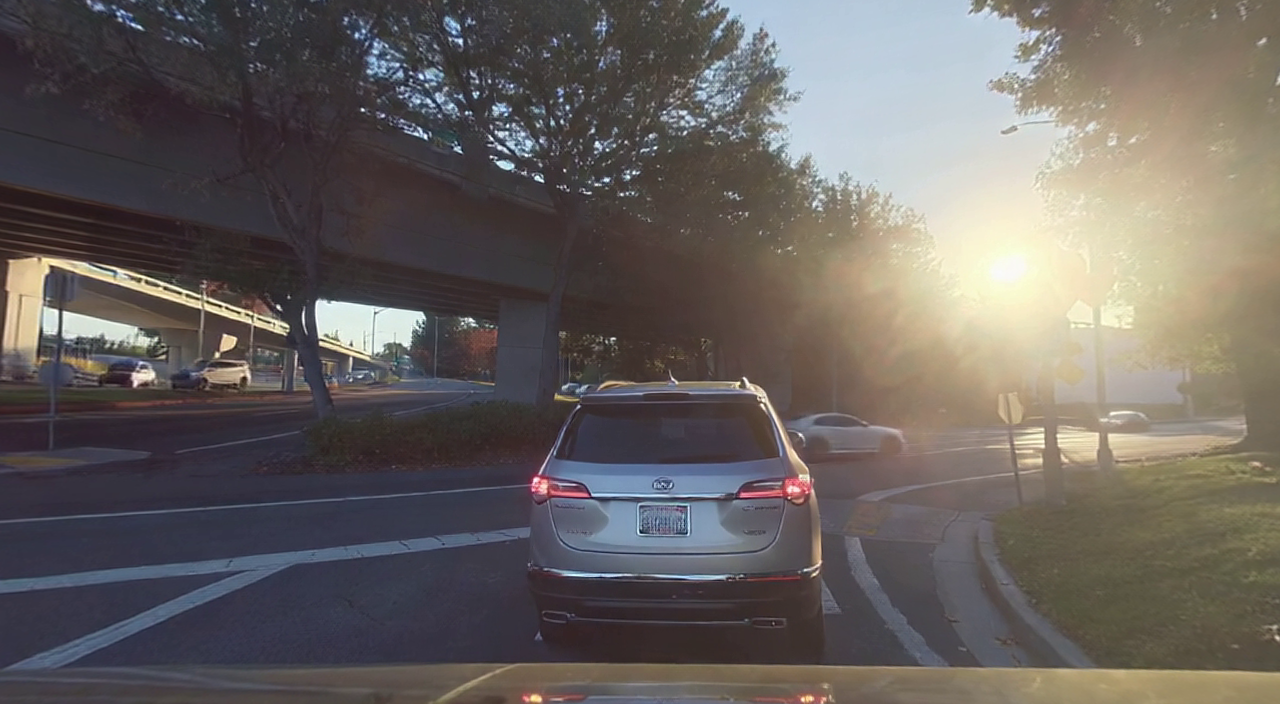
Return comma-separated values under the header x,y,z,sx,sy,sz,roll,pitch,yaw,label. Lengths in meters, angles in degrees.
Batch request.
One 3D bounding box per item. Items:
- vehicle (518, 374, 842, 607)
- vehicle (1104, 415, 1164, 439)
x,y,z,sx,sy,sz,roll,pitch,yaw,label
0.306,1.398,7.139,2.494,1.804,4.336,0,-9,0,vehicle
38.705,5.900,49.419,4.557,1.712,1.913,5,-10,-29,vehicle
